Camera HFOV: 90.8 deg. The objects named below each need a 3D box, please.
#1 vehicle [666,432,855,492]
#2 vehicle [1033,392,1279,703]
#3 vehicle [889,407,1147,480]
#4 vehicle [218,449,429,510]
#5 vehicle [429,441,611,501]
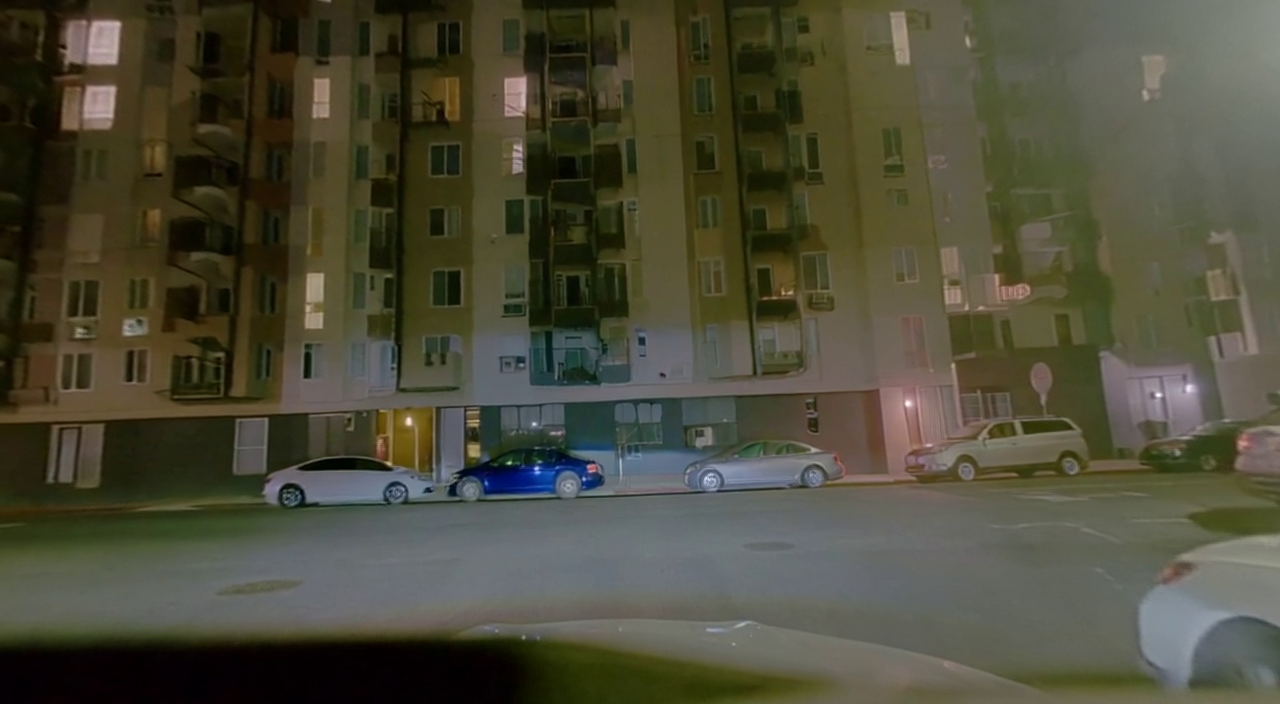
[{"bbox_3d":[3.134,2.945,17.093,4.681,1.480,1.817,1,-8,-4],"label":"vehicle"},{"bbox_3d":[3.164,0.751,1.229,1.991,1.489,4.693,0,-8,3],"label":"vehicle"},{"bbox_3d":[10.331,2.556,17.640,5.739,1.852,2.330,1,-8,-3],"label":"vehicle"},{"bbox_3d":[-7.969,3.234,16.313,4.423,1.449,1.813,1,-8,-6],"label":"vehicle"},{"bbox_3d":[-3.040,3.104,16.750,4.489,1.470,1.776,1,-8,-4],"label":"vehicle"}]
